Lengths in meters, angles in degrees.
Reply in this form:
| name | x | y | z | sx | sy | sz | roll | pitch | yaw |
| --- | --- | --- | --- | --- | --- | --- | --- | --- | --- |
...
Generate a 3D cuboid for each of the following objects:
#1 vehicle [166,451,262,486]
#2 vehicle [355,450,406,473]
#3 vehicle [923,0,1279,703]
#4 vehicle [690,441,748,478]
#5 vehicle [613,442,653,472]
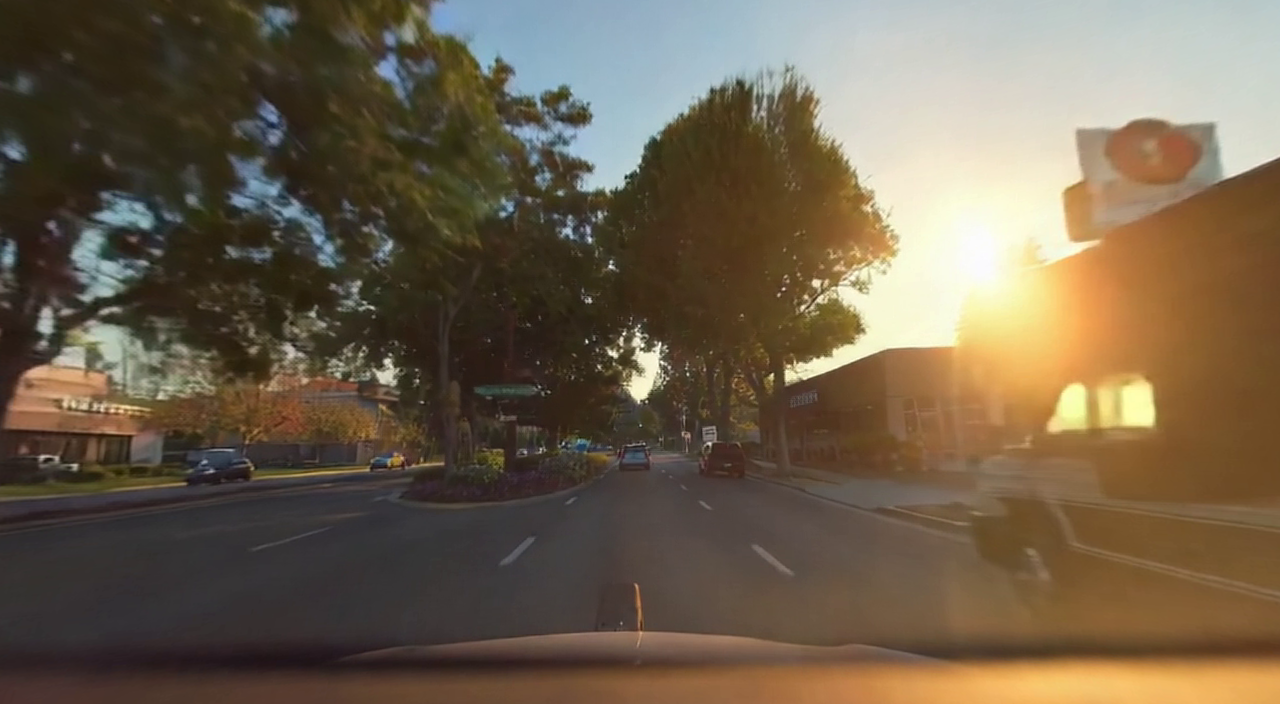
| name | x | y | z | sx | sy | sz | roll | pitch | yaw |
| --- | --- | --- | --- | --- | --- | --- | --- | --- | --- |
| vehicle | -21.980 | 5.981 | 32.819 | 1.959 | 1.683 | 4.406 | 0 | -9 | -1 |
| vehicle | -18.437 | 7.778 | 45.113 | 1.827 | 1.471 | 4.428 | 0 | -9 | -1 |
| vehicle | 3.971 | -0.102 | 1.380 | 2.924 | 3.250 | 7.780 | -1 | -9 | -1 |
| vehicle | 3.672 | 5.102 | 30.251 | 2.060 | 1.611 | 4.675 | 0 | -9 | -2 |
| vehicle | -0.419 | 5.841 | 35.249 | 2.103 | 1.506 | 4.742 | 0 | -9 | -1 |
